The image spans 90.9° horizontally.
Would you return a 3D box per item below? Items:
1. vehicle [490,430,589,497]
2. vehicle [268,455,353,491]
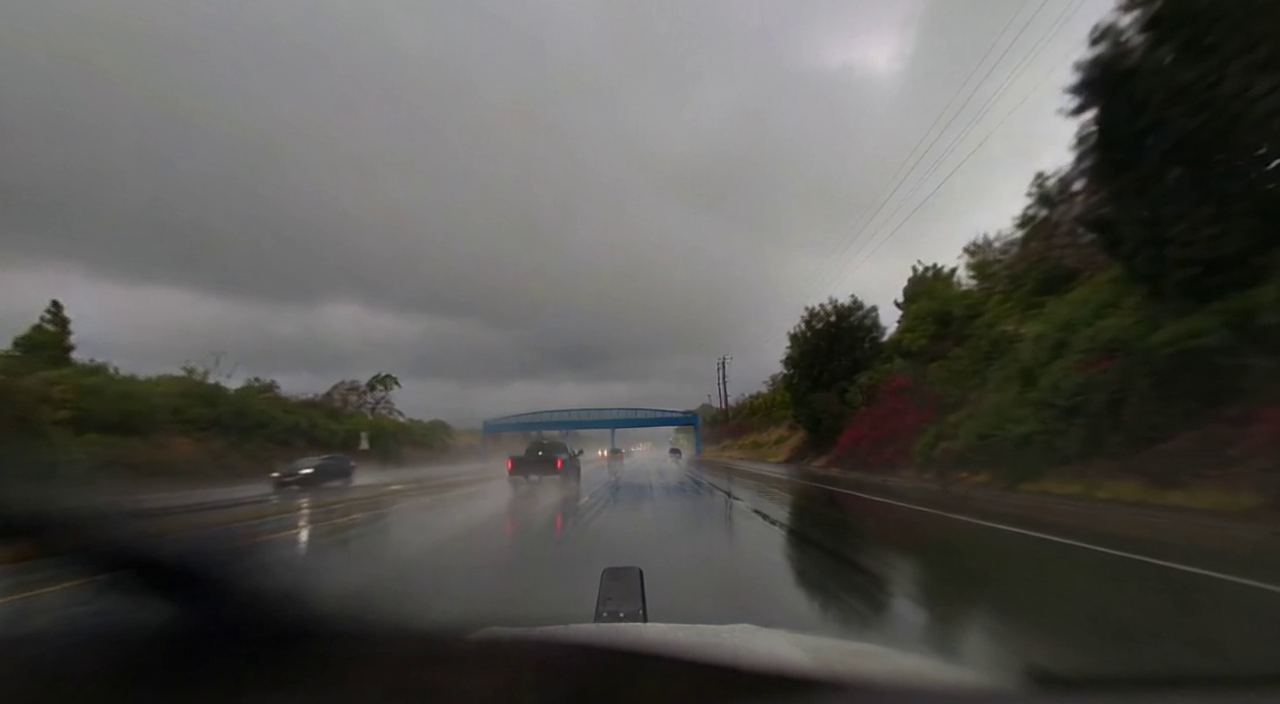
[{"bbox_3d":[-3.207,3.743,21.495,2.369,1.948,5.343,0,-9,1],"label":"vehicle"},{"bbox_3d":[-16.353,5.991,31.511,1.867,1.572,4.281,0,-9,1],"label":"vehicle"}]
